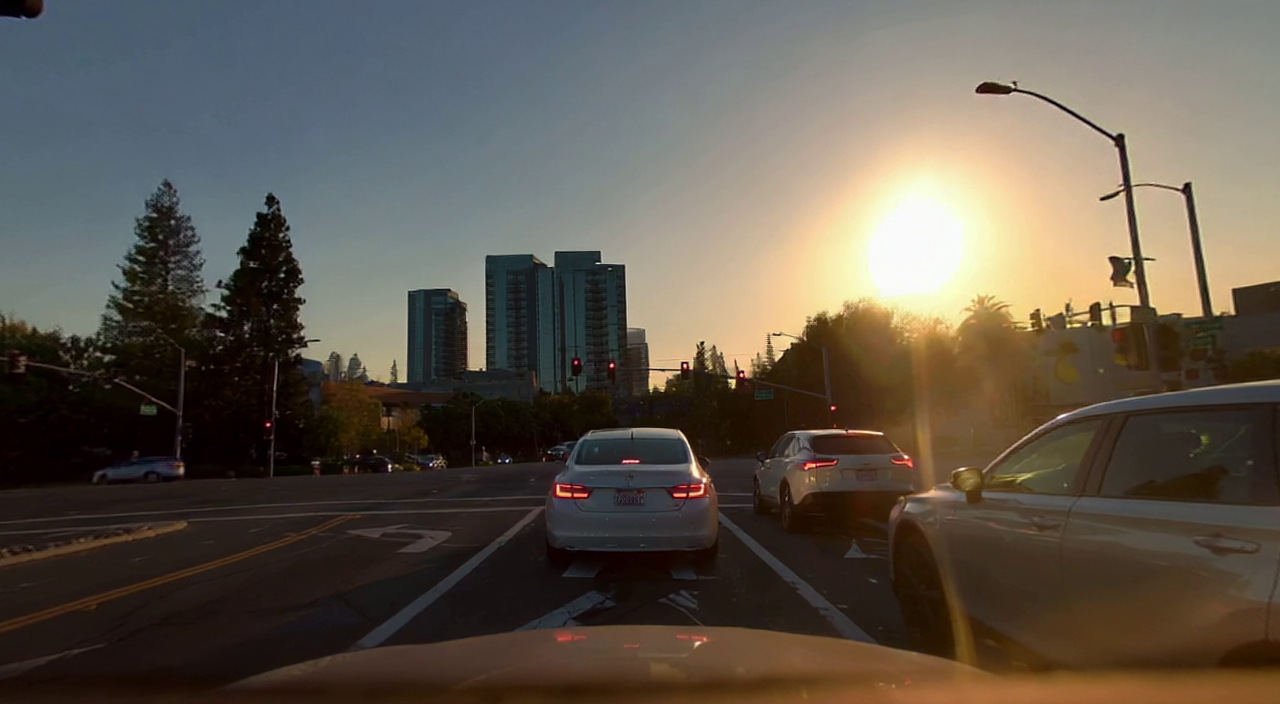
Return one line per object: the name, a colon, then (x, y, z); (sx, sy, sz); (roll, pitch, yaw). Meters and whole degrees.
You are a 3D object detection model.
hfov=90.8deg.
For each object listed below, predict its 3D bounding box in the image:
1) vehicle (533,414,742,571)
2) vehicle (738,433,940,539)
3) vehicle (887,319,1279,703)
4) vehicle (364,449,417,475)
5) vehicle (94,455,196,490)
vehicle: (-0.072, 1.779, 8.740); (2.188, 1.637, 4.027); (0, -8, -1)
vehicle: (3.154, 2.218, 11.145); (2.001, 1.463, 4.398); (0, -8, -2)
vehicle: (3.001, 0.868, 2.663); (2.103, 1.701, 4.294); (0, -8, -1)
vehicle: (-18.730, 8.259, 47.688); (2.026, 1.836, 4.726); (0, -8, 0)
vehicle: (-28.240, 6.865, 36.110); (4.448, 1.837, 2.021); (-2, -9, 11)
